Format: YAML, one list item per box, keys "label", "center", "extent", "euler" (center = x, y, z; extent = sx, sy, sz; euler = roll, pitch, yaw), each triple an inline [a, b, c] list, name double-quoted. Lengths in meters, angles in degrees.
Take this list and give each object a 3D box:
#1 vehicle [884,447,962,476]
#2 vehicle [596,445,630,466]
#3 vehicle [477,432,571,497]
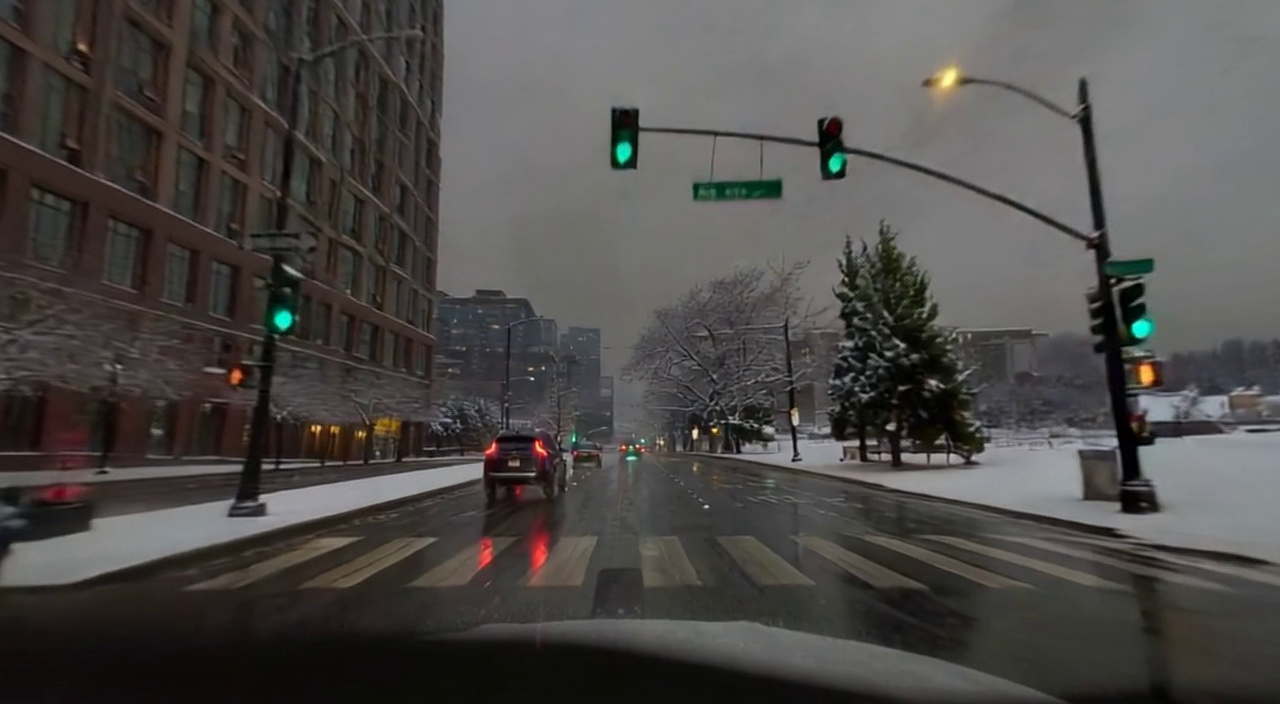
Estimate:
- label: "vehicle"
  center: [16.840, 6.540, 37.718]
  extent: [3.757, 1.383, 1.817]
  euler: [-2, -5, -3]
- label: "vehicle"
  center: [-2.027, 7.480, 45.755]
  extent: [2.095, 1.438, 3.843]
  euler: [1, -8, -8]
- label: "vehicle"
  center: [-3.402, 3.401, 19.499]
  extent: [2.116, 1.725, 4.315]
  euler: [0, -8, 0]
